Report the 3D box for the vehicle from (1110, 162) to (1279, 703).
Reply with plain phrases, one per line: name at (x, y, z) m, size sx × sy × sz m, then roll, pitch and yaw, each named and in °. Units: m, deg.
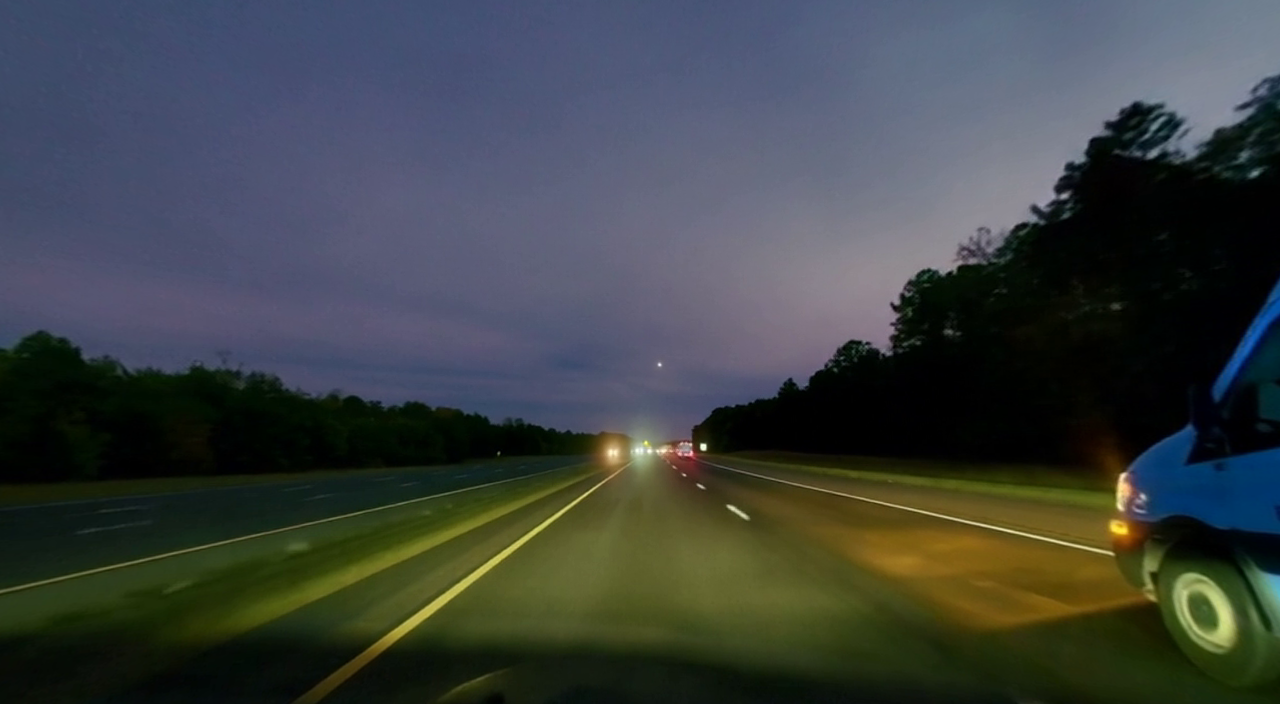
vehicle at (4.097, 0.104, 0.530) m, size 2.522 × 2.556 × 6.180 m, roll 0°, pitch -9°, yaw 0°
